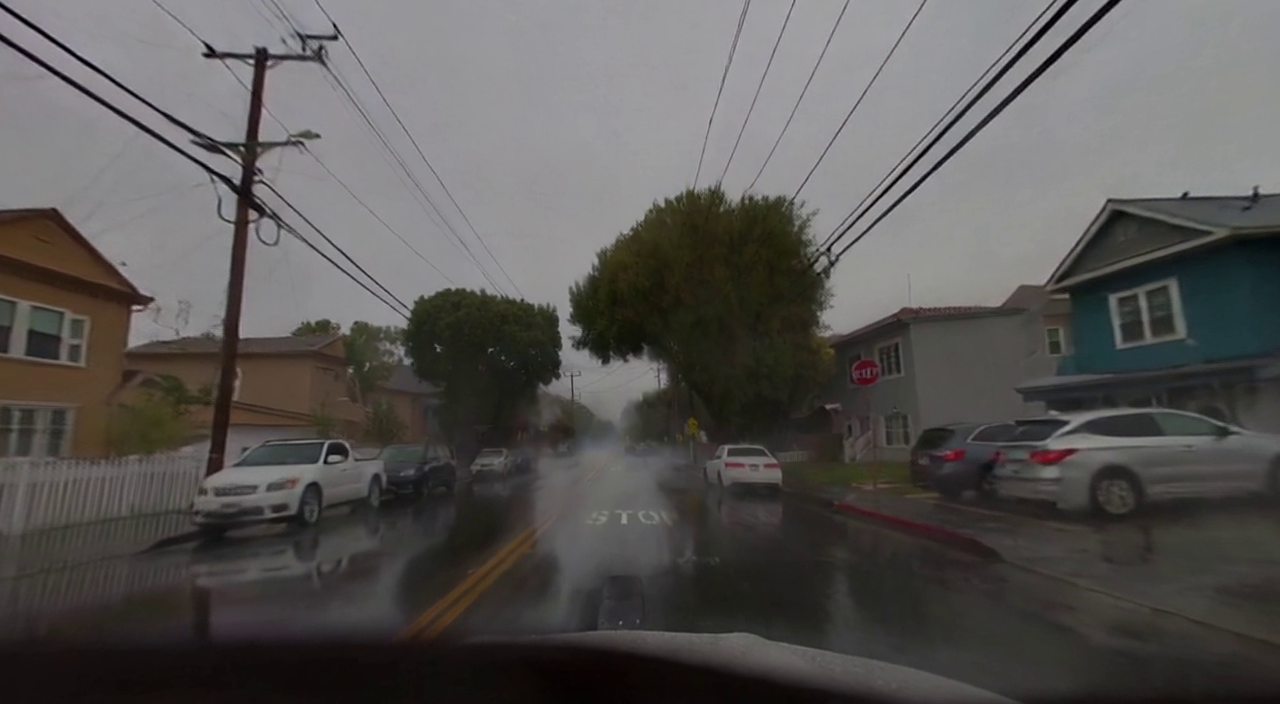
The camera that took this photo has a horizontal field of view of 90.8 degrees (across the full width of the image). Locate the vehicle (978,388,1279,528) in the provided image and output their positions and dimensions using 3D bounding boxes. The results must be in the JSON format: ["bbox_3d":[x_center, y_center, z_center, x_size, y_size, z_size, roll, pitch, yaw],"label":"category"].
[{"bbox_3d":[8.378,1.651,10.167,4.507,1.939,2.304,0,-8,-4],"label":"vehicle"}]

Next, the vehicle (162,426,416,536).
[{"bbox_3d":[-6.640,2.486,12.955,2.136,1.757,5.365,0,-8,0],"label":"vehicle"}]

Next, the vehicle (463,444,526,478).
[{"bbox_3d":[-6.999,5.289,30.959,2.056,1.481,4.451,0,-8,0],"label":"vehicle"}]

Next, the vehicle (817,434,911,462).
[{"bbox_3d":[16.422,7.071,46.575,6.022,1.953,2.250,0,-8,0],"label":"vehicle"}]

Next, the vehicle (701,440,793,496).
[{"bbox_3d":[3.232,3.615,20.264,1.963,1.536,5.446,0,-8,0],"label":"vehicle"}]
